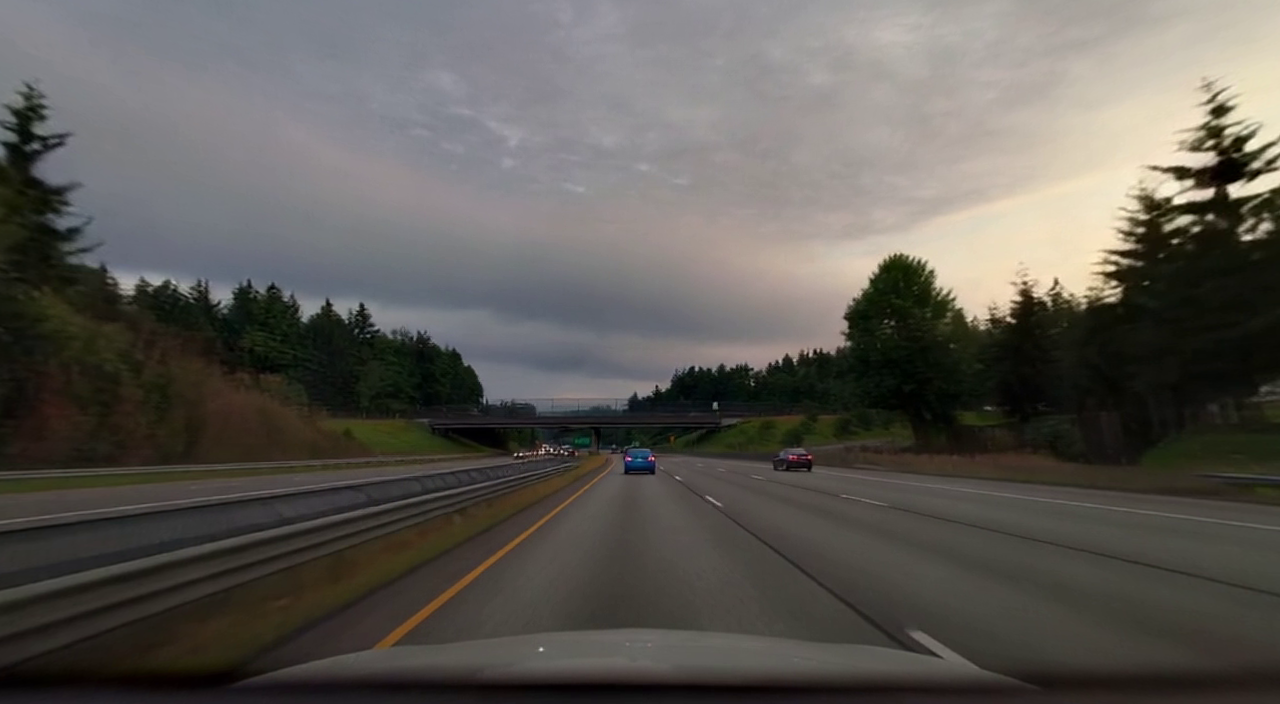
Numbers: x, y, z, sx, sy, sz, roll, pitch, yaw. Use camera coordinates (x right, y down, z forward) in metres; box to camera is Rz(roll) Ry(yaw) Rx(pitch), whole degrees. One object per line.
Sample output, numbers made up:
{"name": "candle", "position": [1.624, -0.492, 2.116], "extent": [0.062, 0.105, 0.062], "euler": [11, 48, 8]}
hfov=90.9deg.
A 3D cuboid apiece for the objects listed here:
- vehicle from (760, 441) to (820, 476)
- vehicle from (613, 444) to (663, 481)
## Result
{"name": "vehicle", "position": [7.580, 5.417, 32.297], "extent": [2.006, 1.639, 4.087], "euler": [0, -9, -1]}
{"name": "vehicle", "position": [-0.115, 4.915, 28.314], "extent": [2.069, 1.523, 4.012], "euler": [0, -9, -1]}
